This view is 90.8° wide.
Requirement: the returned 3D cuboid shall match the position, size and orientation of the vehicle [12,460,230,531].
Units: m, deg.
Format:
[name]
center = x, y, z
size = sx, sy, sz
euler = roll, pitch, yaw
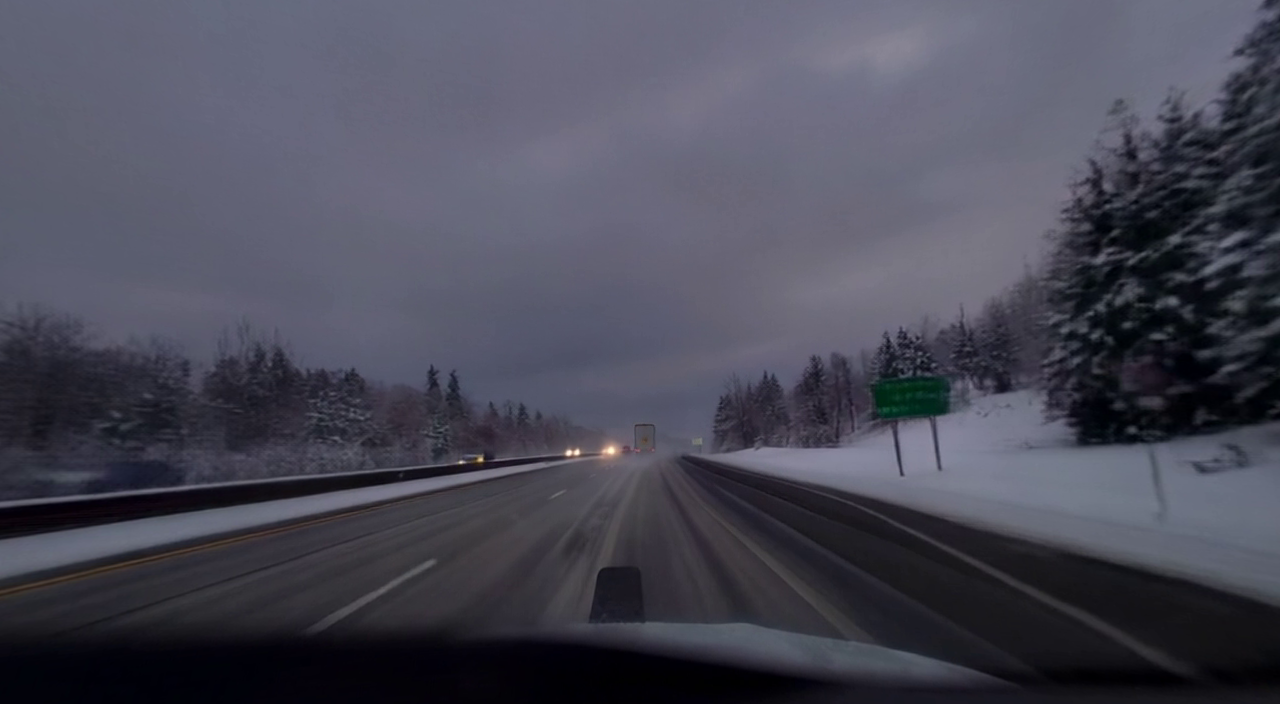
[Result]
[vehicle]
center = -13.310, 3.667, 16.649
size = 1.994, 1.515, 4.361
euler = 0, -9, 1
